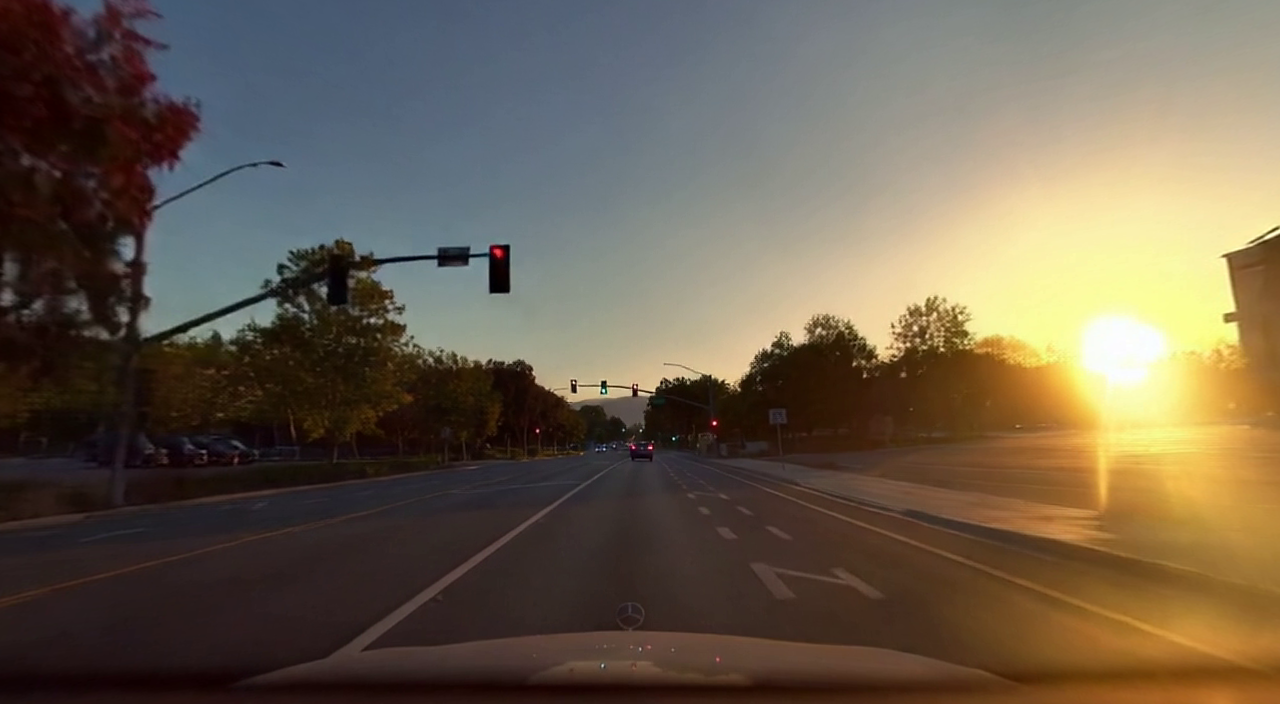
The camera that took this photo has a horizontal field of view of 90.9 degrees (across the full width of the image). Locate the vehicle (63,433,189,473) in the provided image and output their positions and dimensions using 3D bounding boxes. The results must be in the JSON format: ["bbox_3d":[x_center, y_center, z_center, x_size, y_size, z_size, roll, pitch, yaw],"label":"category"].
[{"bbox_3d":[-37.910,7.482,46.647,7.051,2.835,2.287,0,-8,-2],"label":"vehicle"}]
